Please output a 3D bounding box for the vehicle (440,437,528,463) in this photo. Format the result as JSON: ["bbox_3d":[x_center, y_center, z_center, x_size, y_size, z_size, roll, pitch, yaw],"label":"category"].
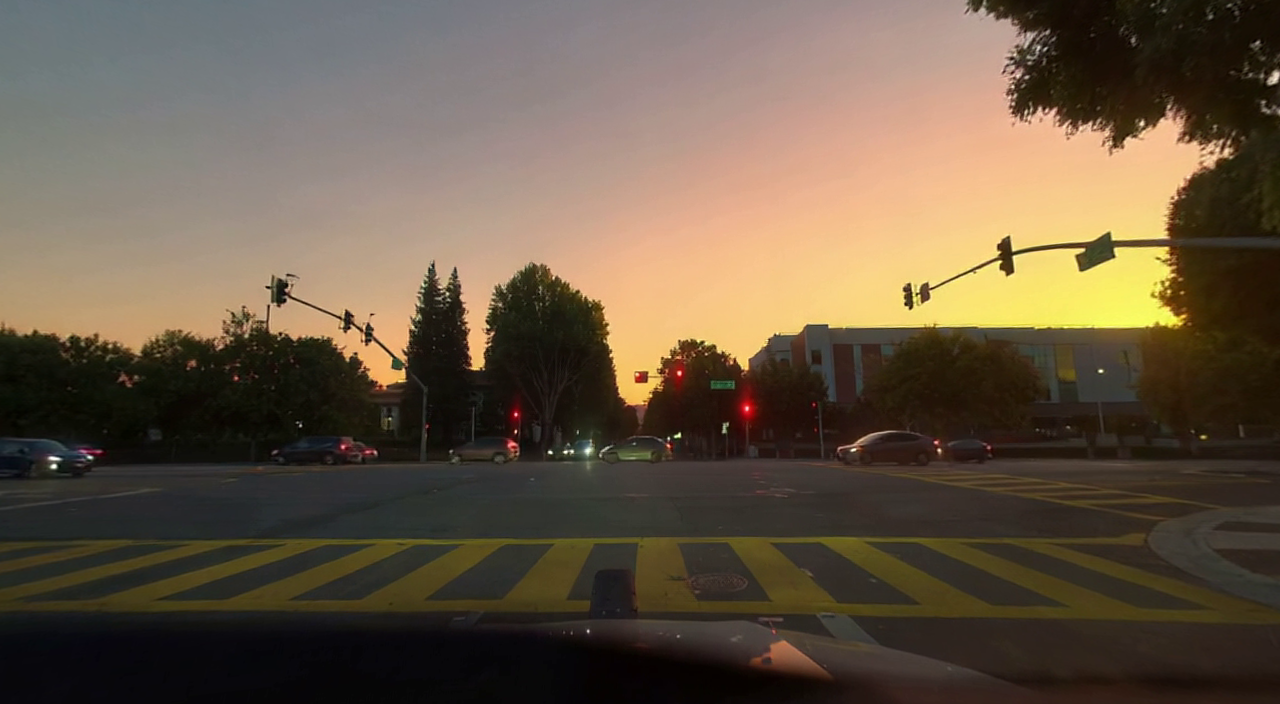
[{"bbox_3d":[-9.130,5.801,37.271,4.724,1.452,1.870,0,-9,0],"label":"vehicle"}]

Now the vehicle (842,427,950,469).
[{"bbox_3d":[11.851,4.425,29.199,4.662,1.764,2.064,4,-10,-28],"label":"vehicle"}]

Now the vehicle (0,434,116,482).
[{"bbox_3d":[-21.587,3.708,22.138,4.624,1.593,2.018,0,-9,0],"label":"vehicle"}]

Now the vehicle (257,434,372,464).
[{"bbox_3d":[-20.789,6.232,40.508,6.133,1.833,2.155,0,-9,1],"label":"vehicle"}]

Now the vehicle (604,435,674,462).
[{"bbox_3d":[-0.049,6.277,41.130,4.488,1.667,1.869,-1,-9,1],"label":"vehicle"}]
